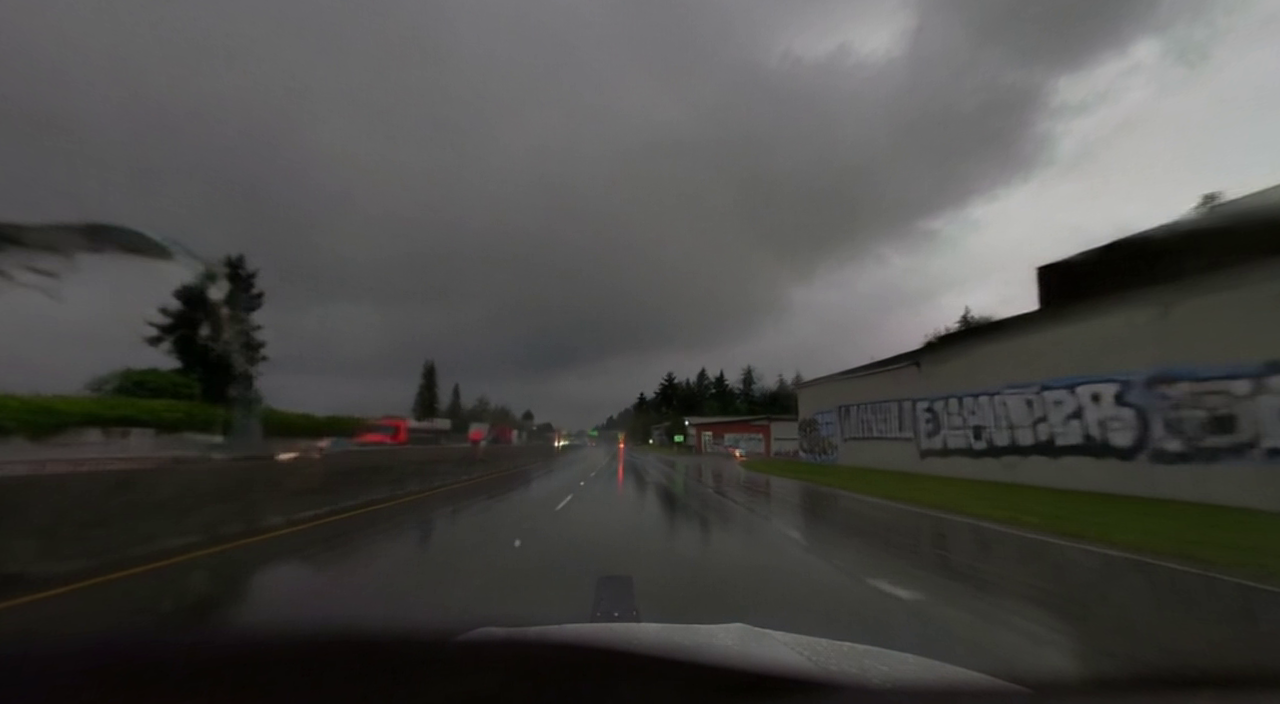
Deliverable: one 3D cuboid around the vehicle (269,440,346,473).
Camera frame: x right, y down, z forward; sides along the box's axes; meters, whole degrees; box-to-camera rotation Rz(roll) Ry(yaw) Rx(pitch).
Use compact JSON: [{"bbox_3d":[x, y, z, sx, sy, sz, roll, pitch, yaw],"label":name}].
[{"bbox_3d":[-16.455,5.155,31.343,1.748,1.478,3.824,0,-8,-1],"label":"vehicle"}]
